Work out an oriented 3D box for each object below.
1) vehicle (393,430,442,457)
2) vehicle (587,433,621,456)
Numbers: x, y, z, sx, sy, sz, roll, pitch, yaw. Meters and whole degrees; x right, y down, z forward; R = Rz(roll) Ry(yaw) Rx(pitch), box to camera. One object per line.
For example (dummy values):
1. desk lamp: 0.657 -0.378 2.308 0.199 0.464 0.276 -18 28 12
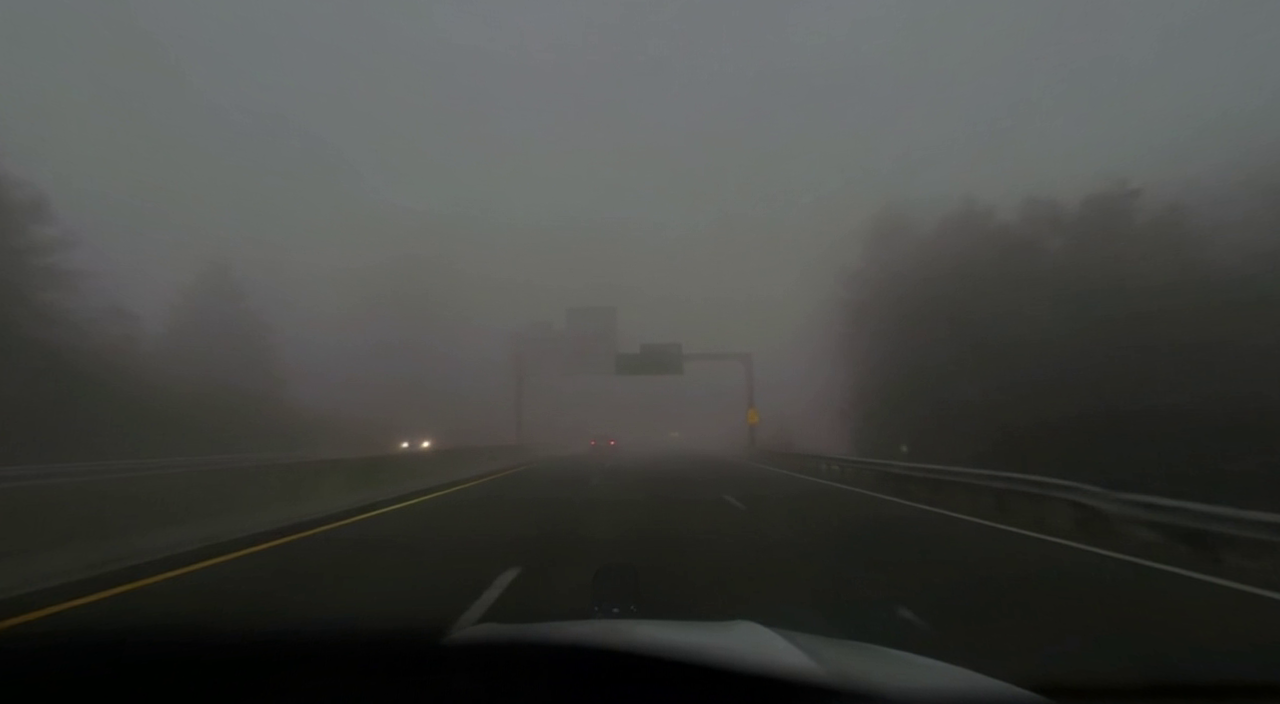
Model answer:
1. vehicle: -17.255 7.087 49.156 2.099 1.969 4.815 0 -8 0
2. vehicle: -2.517 6.642 45.400 2.148 1.603 4.513 0 -8 1
